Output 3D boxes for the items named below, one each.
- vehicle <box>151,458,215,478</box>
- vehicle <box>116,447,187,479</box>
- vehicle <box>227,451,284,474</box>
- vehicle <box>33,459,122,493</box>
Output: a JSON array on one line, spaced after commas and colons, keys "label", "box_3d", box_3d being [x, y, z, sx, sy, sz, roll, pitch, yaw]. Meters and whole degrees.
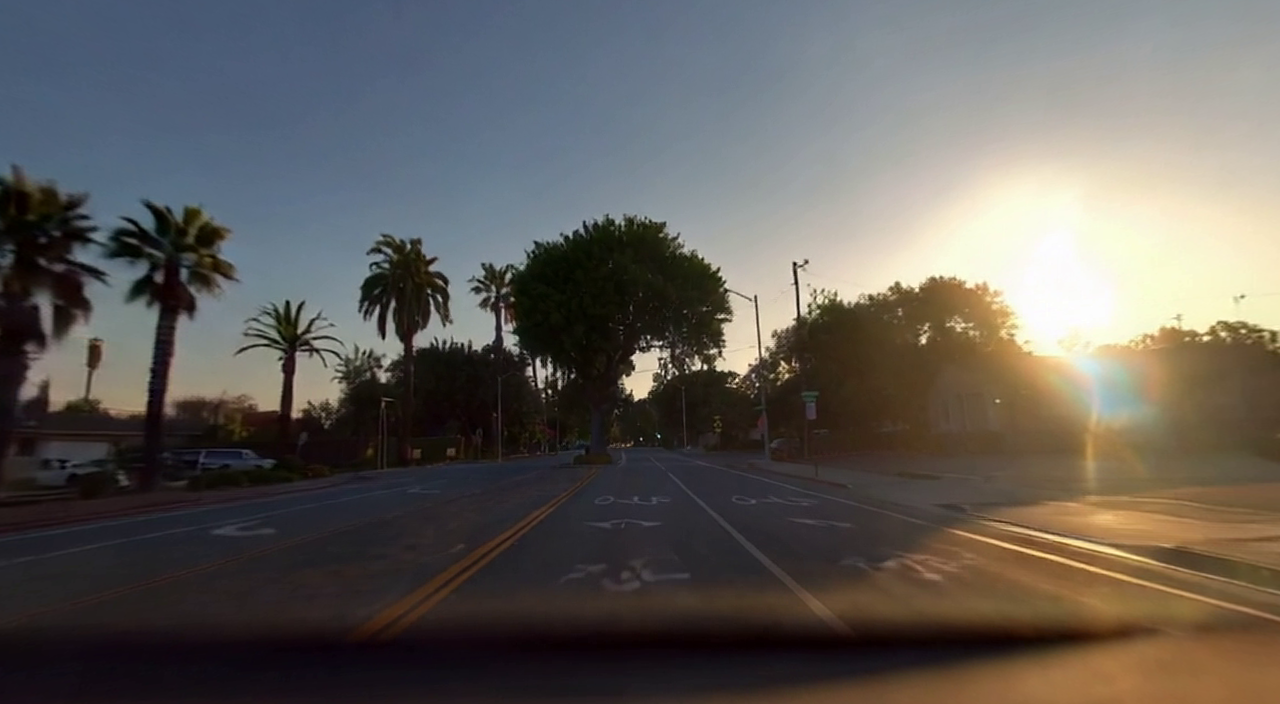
[{"label": "vehicle", "box_3d": [-35.625, 9.006, 49.361, 1.783, 1.440, 4.423, 0, -9, -2]}, {"label": "vehicle", "box_3d": [-38.362, 8.702, 49.776, 1.950, 2.284, 4.544, 0, -8, -2]}, {"label": "vehicle", "box_3d": [-29.972, 8.597, 49.440, 1.914, 1.709, 4.579, 1, -9, -5]}, {"label": "vehicle", "box_3d": [-28.014, 6.130, 31.450, 4.634, 1.513, 1.841, -6, -10, 30]}]
